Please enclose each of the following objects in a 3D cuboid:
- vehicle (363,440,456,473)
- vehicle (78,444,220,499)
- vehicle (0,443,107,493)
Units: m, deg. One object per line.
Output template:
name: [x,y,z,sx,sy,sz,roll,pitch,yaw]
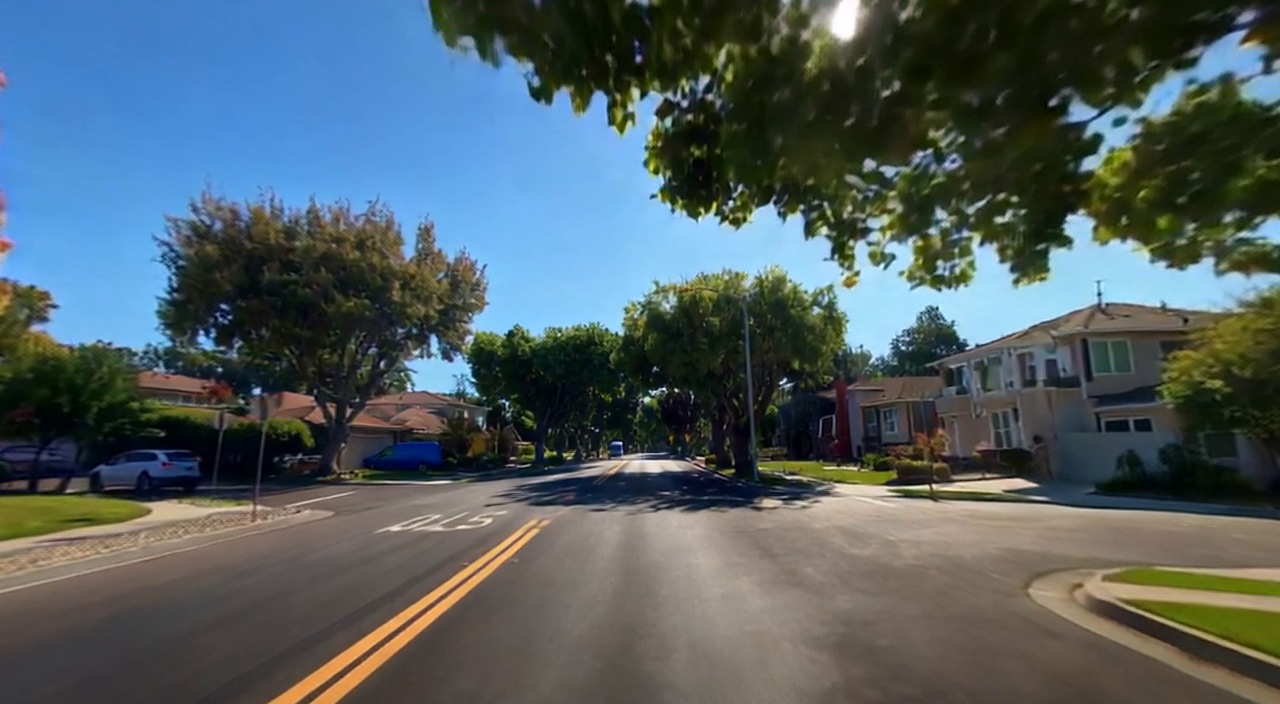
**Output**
vehicle: [-13.776,6.237,38.077,2.145,1.839,4.837,-6,-10,34]
vehicle: [-17.528,4.193,22.537,4.876,1.763,2.016,-5,-10,27]
vehicle: [-25.177,4.779,26.479,5.987,1.881,2.249,-5,-10,30]
